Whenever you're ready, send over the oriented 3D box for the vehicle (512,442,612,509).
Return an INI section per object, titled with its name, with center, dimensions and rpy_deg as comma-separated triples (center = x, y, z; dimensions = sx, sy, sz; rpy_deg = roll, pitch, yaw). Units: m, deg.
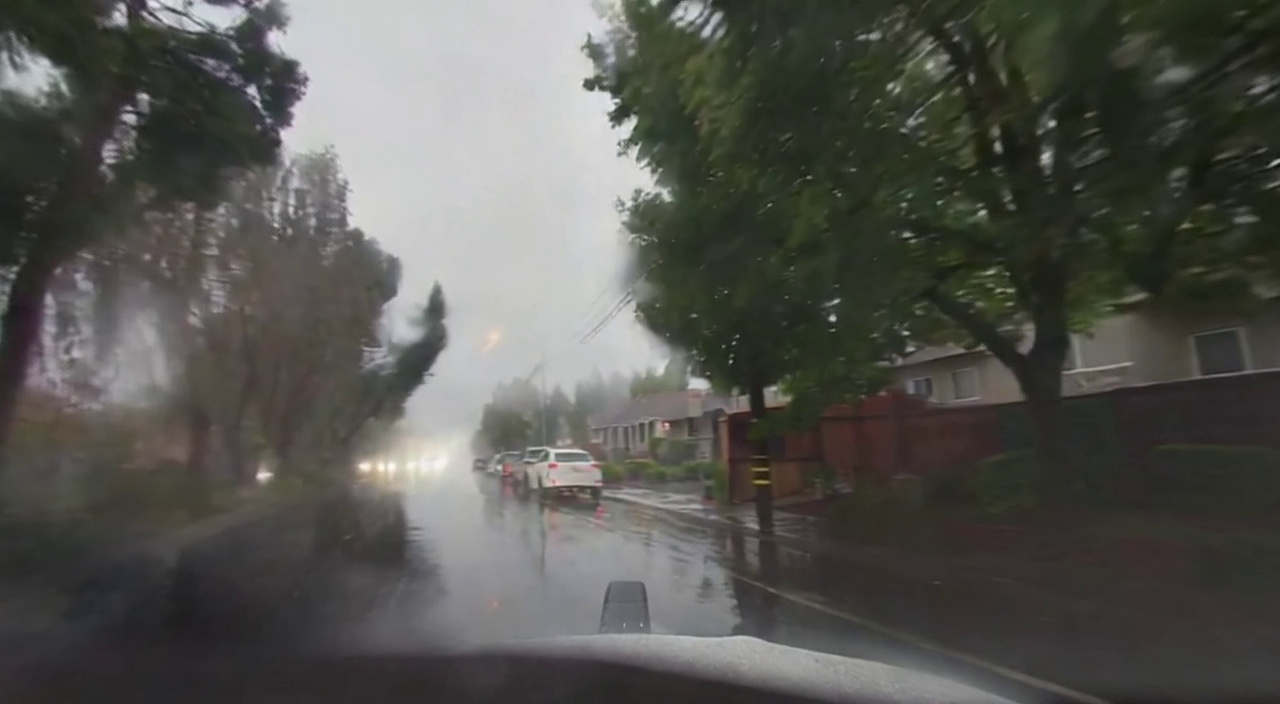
[vehicle]
center = -2.564, 3.675, 19.527
dimensions = 2.078, 1.738, 5.133
rpy_deg = 2, -9, -18
